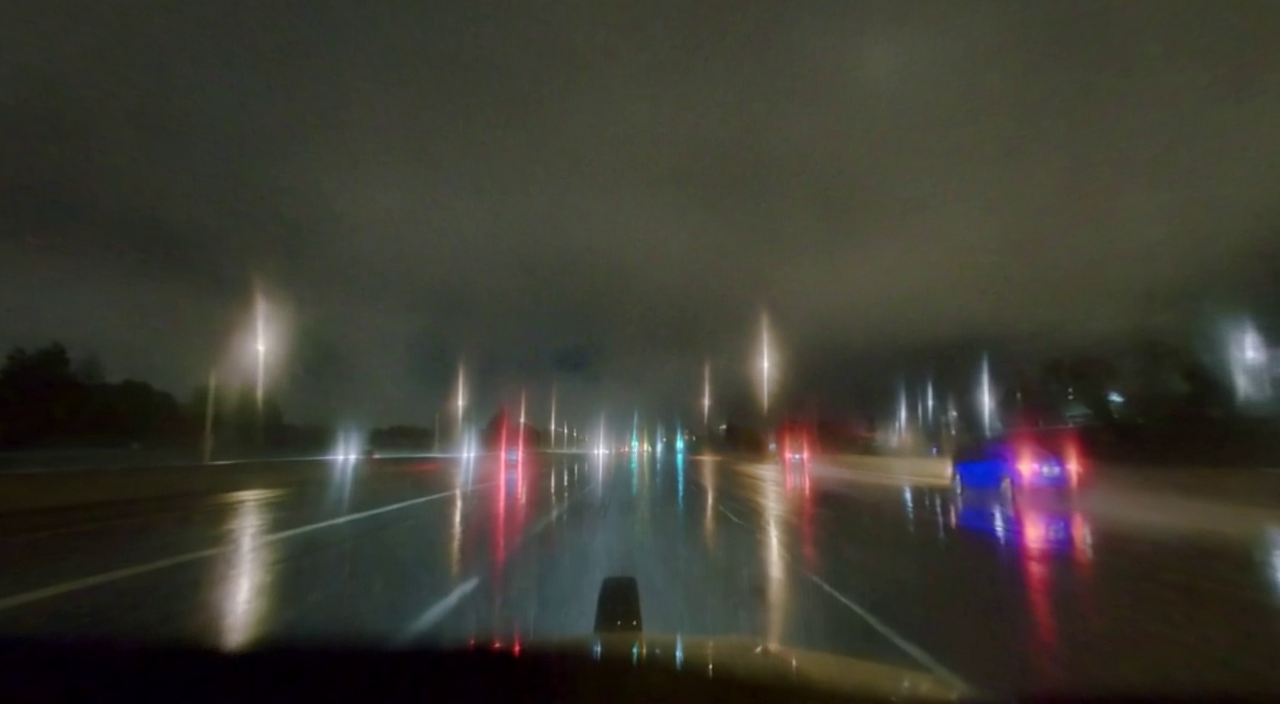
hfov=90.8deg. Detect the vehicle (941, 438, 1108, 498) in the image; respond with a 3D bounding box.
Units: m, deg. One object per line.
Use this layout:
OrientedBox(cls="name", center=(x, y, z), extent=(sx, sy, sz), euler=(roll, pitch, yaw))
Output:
OrientedBox(cls="vehicle", center=(10.926, 3.318, 18.462), extent=(1.985, 1.493, 4.486), euler=(0, -9, -1))
